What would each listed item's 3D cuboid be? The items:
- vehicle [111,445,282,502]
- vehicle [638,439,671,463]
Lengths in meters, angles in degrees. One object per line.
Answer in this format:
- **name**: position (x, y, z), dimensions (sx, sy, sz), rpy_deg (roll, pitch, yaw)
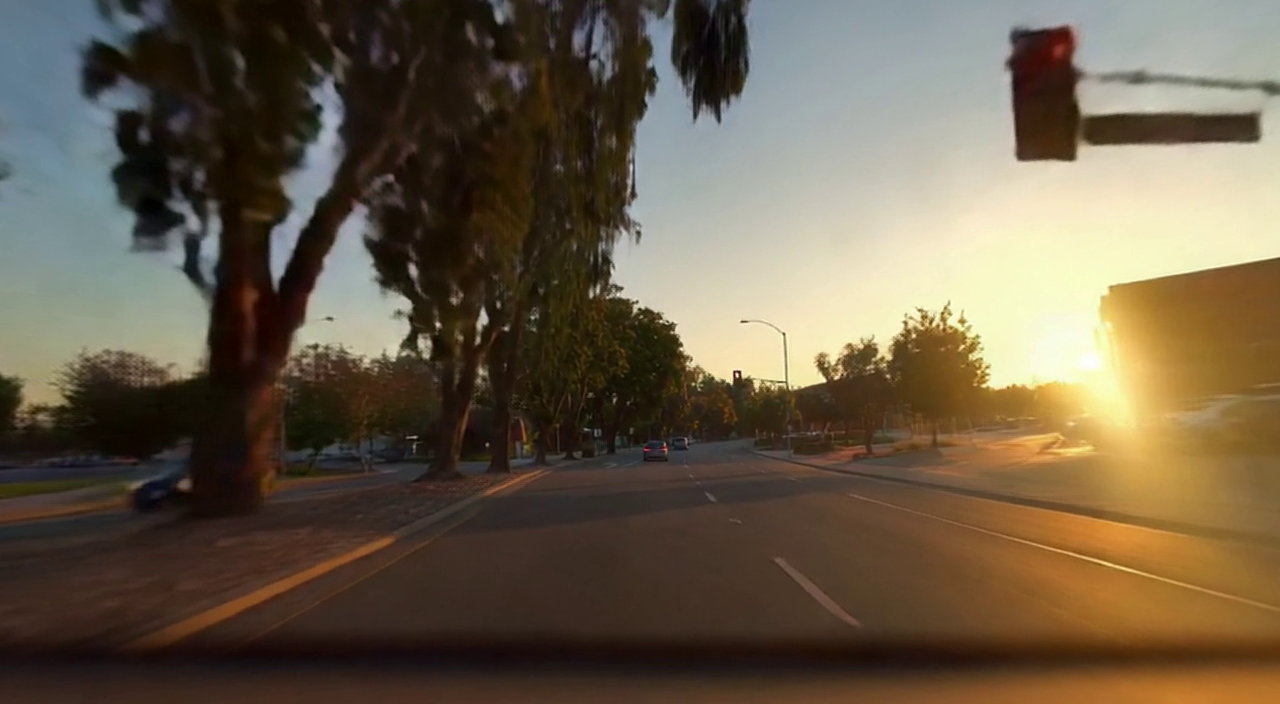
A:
- **vehicle**: position (-16.212, 4.413, 23.632), dimensions (2.292, 1.843, 5.642), rpy_deg (0, -8, 0)
- **vehicle**: position (1.041, 6.776, 43.337), dimensions (2.037, 1.568, 3.693), rpy_deg (0, -8, 4)
